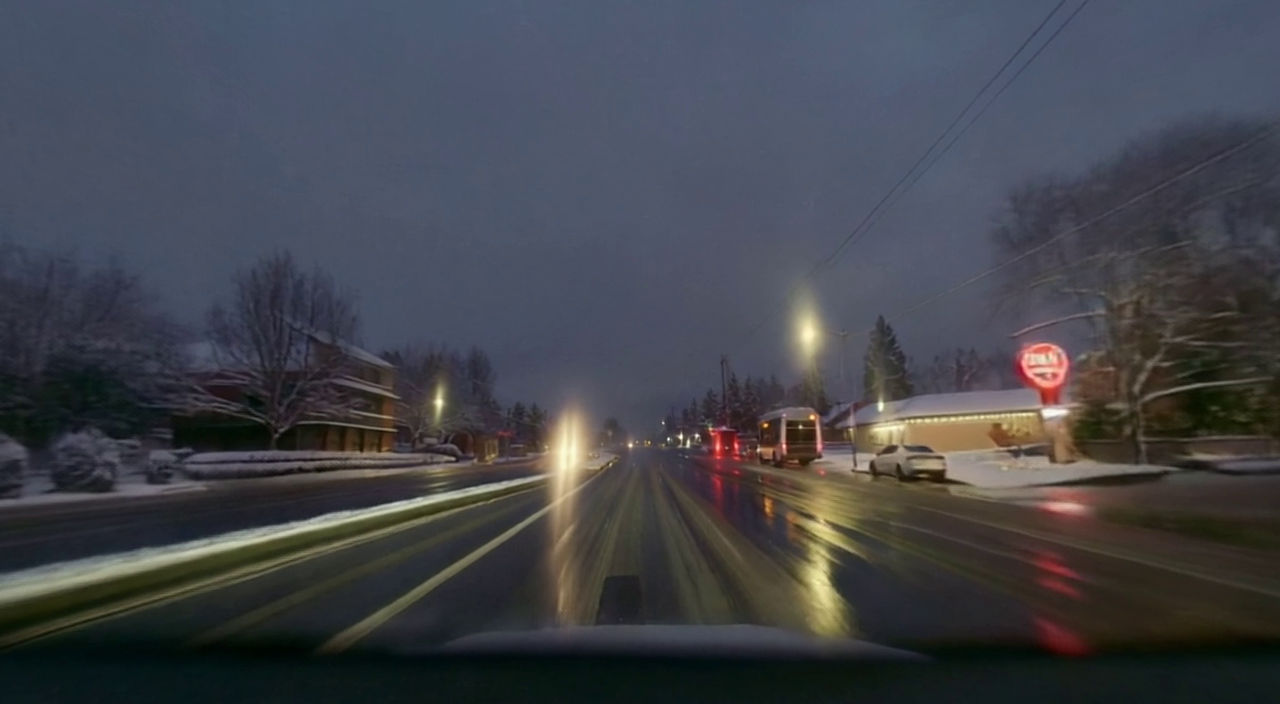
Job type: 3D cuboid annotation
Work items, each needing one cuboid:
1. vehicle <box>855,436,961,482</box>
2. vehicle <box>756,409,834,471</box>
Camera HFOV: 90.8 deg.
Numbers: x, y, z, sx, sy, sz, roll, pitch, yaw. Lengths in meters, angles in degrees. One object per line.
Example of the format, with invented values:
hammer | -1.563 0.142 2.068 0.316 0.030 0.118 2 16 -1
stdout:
vehicle | 10.238 4.111 24.581 2.085 1.630 4.403 0 -8 -1
vehicle | 9.900 5.797 41.370 2.897 3.584 7.857 1 -8 -2
